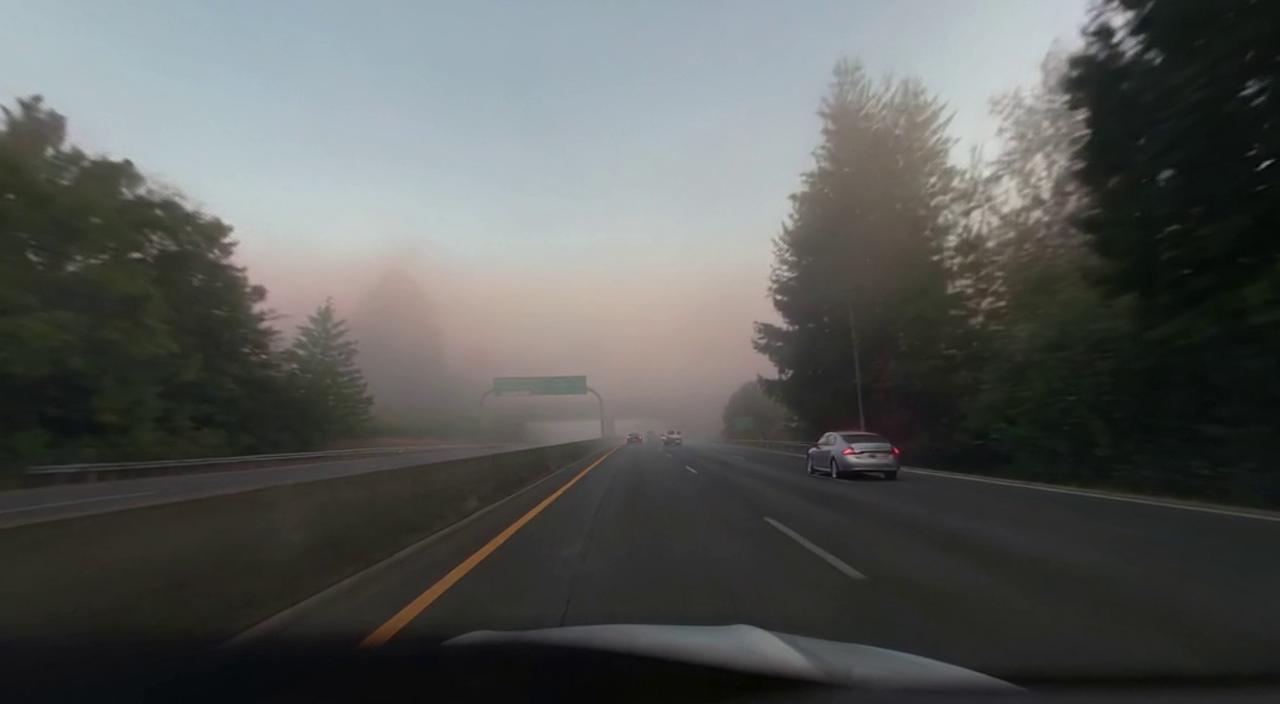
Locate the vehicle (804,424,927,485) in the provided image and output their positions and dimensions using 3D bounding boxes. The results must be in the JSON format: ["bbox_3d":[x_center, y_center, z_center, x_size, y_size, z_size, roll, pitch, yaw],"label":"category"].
[{"bbox_3d":[6.515,2.990,18.736,1.940,1.578,4.122,0,-8,-3],"label":"vehicle"}]
